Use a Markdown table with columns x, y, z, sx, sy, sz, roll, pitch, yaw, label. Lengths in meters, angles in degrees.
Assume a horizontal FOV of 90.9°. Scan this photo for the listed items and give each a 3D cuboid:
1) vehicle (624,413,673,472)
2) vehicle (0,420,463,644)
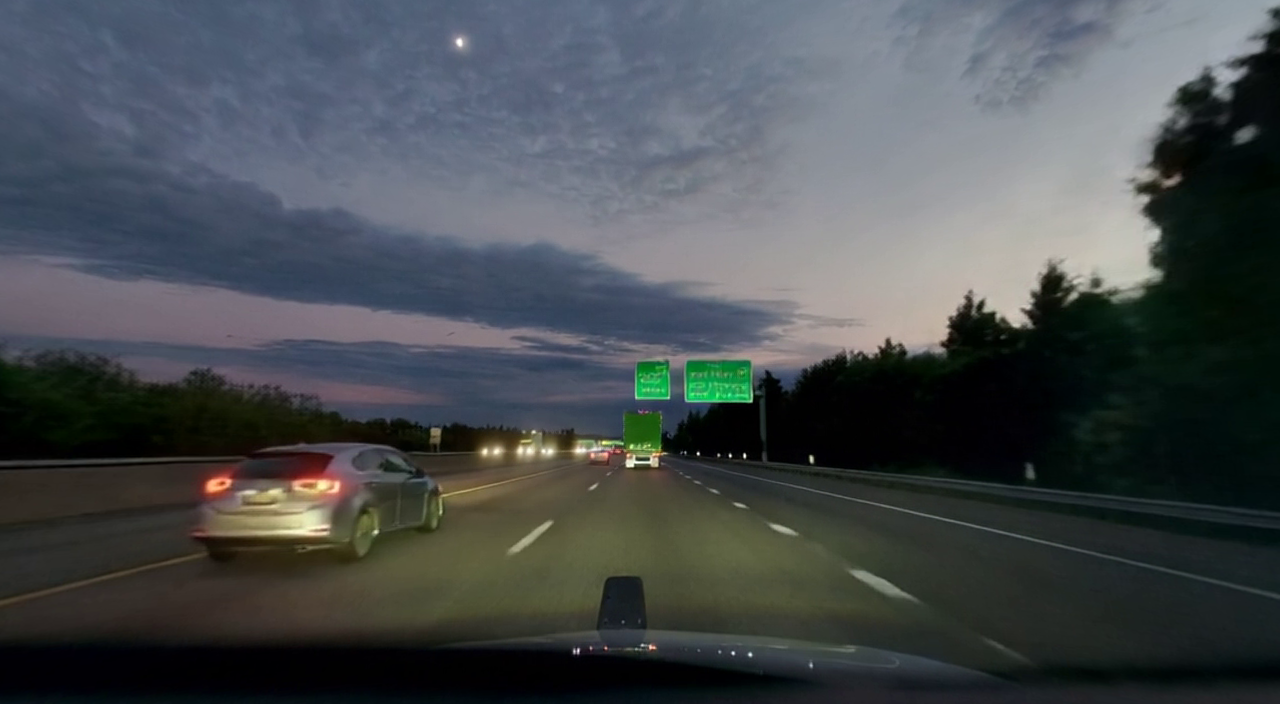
| x | y | z | sx | sy | sz | roll | pitch | yaw | label |
| --- | --- | --- | --- | --- | --- | --- | --- | --- | --- |
| 0.417 | 6.273 | 43.386 | 2.893 | 3.628 | 9.081 | 0 | -9 | -2 | vehicle |
| -3.779 | 1.640 | 6.965 | 2.114 | 1.523 | 5.110 | 0 | -9 | 1 | vehicle |
